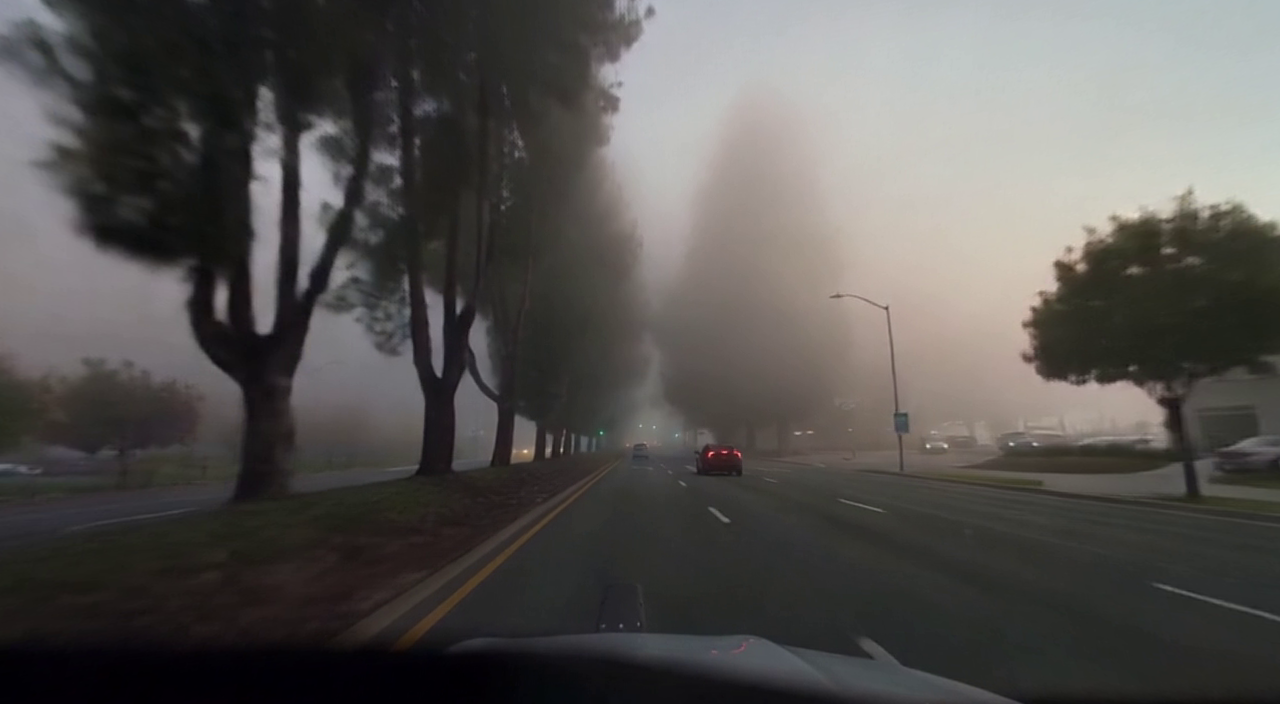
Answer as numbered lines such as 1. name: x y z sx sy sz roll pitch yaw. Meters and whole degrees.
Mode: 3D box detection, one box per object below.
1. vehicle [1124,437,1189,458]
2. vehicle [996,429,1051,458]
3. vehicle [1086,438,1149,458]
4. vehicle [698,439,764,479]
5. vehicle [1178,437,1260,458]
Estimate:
1. vehicle: 38.579 7.163 47.267 1.700 1.429 3.674 -1 -9 1
2. vehicle: 28.914 6.939 47.820 2.501 2.045 5.267 -3 -9 20
3. vehicle: 36.015 7.291 47.771 1.819 1.436 4.046 -1 -9 5
4. vehicle: 3.657 4.380 26.156 1.983 1.482 4.463 0 -9 -1
5. vehicle: 43.350 7.165 47.404 1.901 1.411 4.378 -2 -9 -1
